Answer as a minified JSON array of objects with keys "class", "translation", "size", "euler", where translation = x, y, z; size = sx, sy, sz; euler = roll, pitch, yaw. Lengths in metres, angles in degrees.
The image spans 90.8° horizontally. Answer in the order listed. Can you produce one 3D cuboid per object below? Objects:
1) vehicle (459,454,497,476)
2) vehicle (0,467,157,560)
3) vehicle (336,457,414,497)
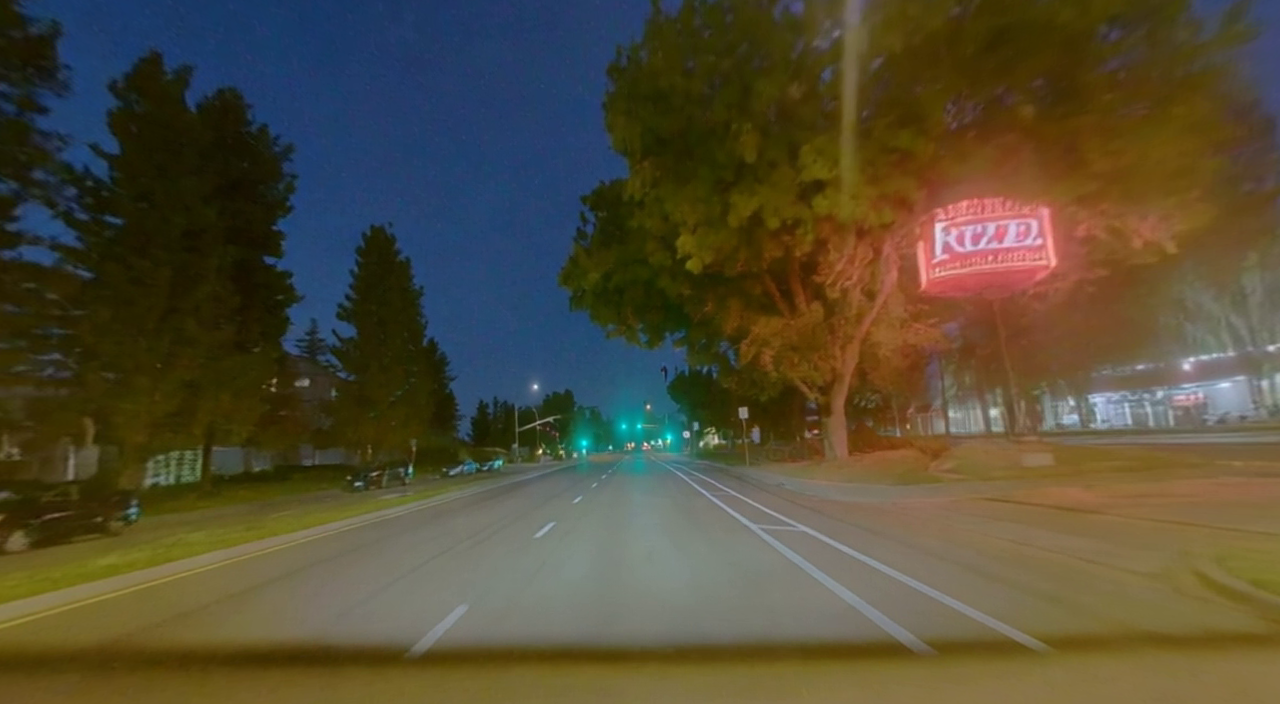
[{"class":"vehicle","translation":[-12.626,8.823,49.398],"size":[1.854,1.442,4.213],"euler":[-4,-8,-1]},{"class":"vehicle","translation":[-12.628,3.372,13.354],"size":[1.953,1.558,3.839],"euler":[-6,-9,-2]},{"class":"vehicle","translation":[-12.627,5.933,30.349],"size":[1.986,1.488,4.330],"euler":[-5,-8,-2]}]
